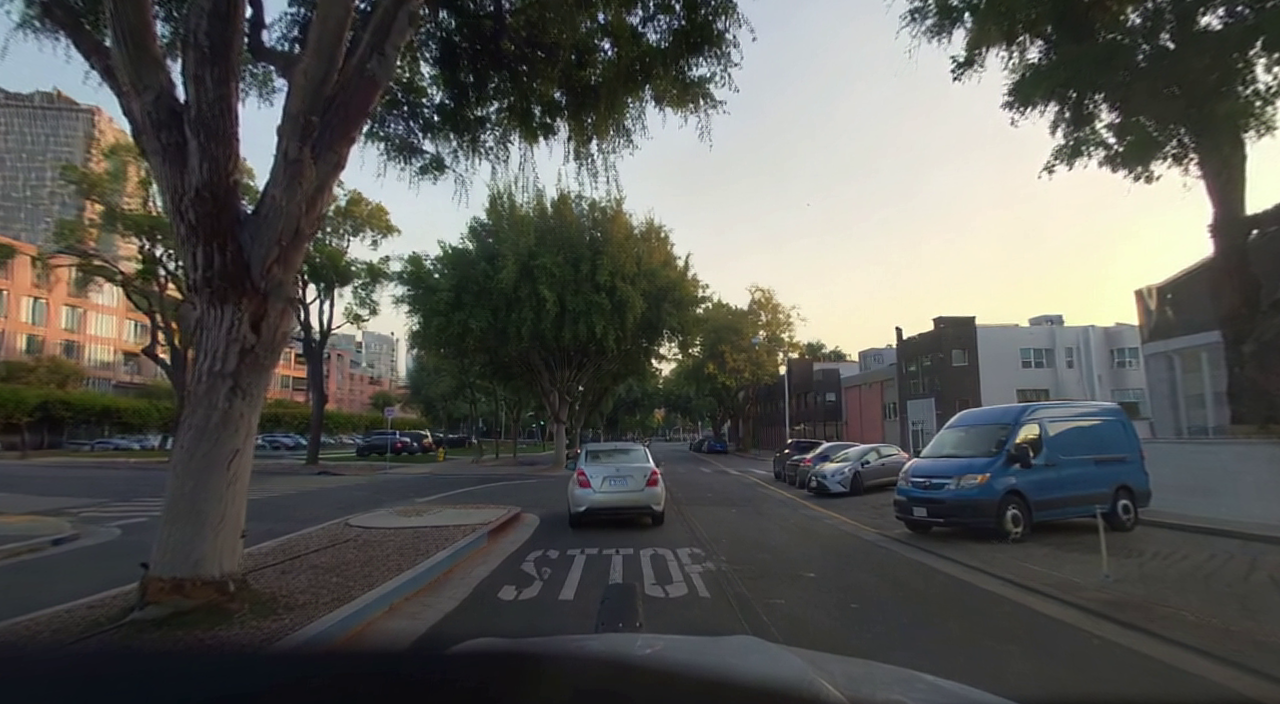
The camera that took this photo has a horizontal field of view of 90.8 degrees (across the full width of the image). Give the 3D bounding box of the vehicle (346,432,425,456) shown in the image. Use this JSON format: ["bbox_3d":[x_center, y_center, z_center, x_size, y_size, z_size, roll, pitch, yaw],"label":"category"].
[{"bbox_3d":[-18.409,6.647,45.820,4.892,1.679,1.927,1,-9,-7],"label":"vehicle"}]

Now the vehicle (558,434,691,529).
[{"bbox_3d":[-0.371,2.361,12.159,2.065,1.450,4.522,1,-8,-3],"label":"vehicle"}]

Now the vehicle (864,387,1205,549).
[{"bbox_3d":[6.650,1.859,10.620,5.385,2.146,2.143,4,-9,-25],"label":"vehicle"}]

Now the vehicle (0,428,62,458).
[{"bbox_3d":[-31.827,4.535,31.411,4.168,1.458,1.904,0,-9,-2],"label":"vehicle"}]

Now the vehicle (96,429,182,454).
[{"bbox_3d":[-31.791,5.696,40.158,3.915,1.574,1.850,0,-9,3],"label":"vehicle"}]

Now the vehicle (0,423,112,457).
[{"bbox_3d":[-31.835,4.785,34.275,4.438,1.814,2.044,0,-9,-1],"label":"vehicle"}]
